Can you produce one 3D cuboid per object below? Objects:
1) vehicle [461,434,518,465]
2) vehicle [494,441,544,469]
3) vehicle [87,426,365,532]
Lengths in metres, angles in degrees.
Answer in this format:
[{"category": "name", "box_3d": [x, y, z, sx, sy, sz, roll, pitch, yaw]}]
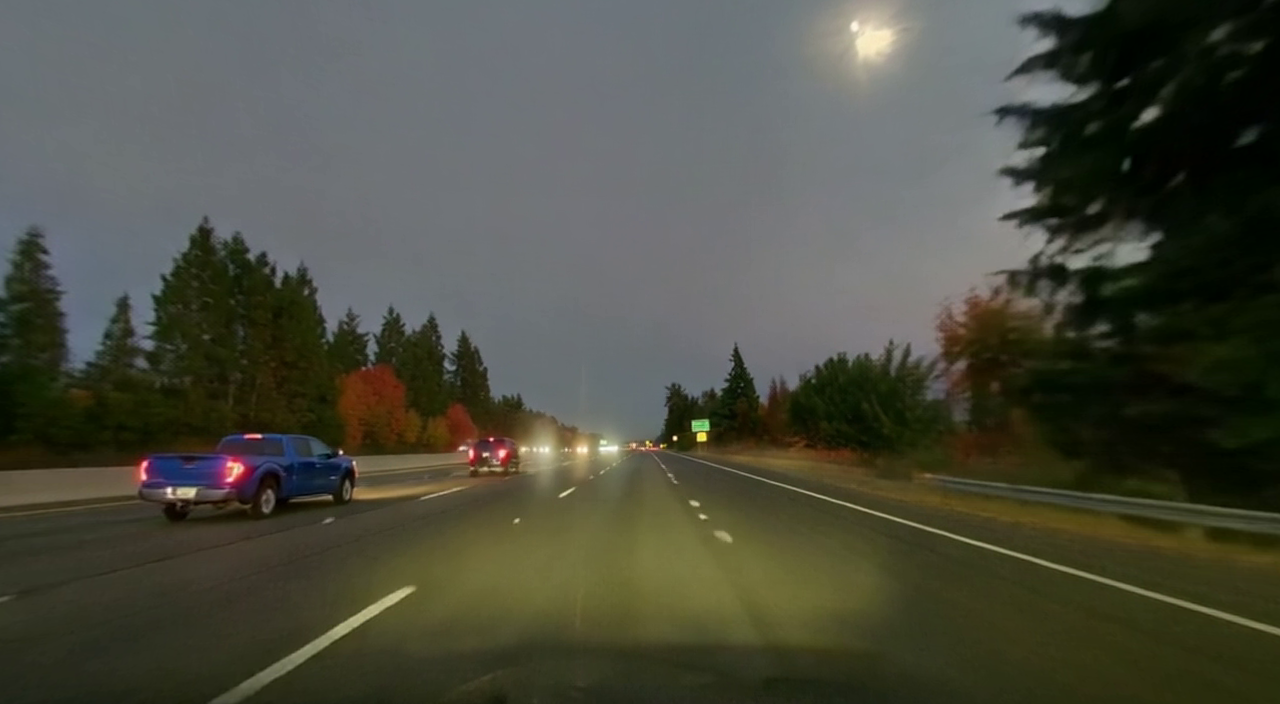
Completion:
[{"category": "vehicle", "box_3d": [-10.294, 6.727, 43.606, 2.347, 1.984, 5.778, 0, -8, 2]}, {"category": "vehicle", "box_3d": [-6.812, 5.858, 36.017, 1.919, 1.499, 4.234, 0, -8, 1]}, {"category": "vehicle", "box_3d": [-7.219, 2.241, 11.803, 1.965, 1.567, 4.686, 0, -8, 1]}]
